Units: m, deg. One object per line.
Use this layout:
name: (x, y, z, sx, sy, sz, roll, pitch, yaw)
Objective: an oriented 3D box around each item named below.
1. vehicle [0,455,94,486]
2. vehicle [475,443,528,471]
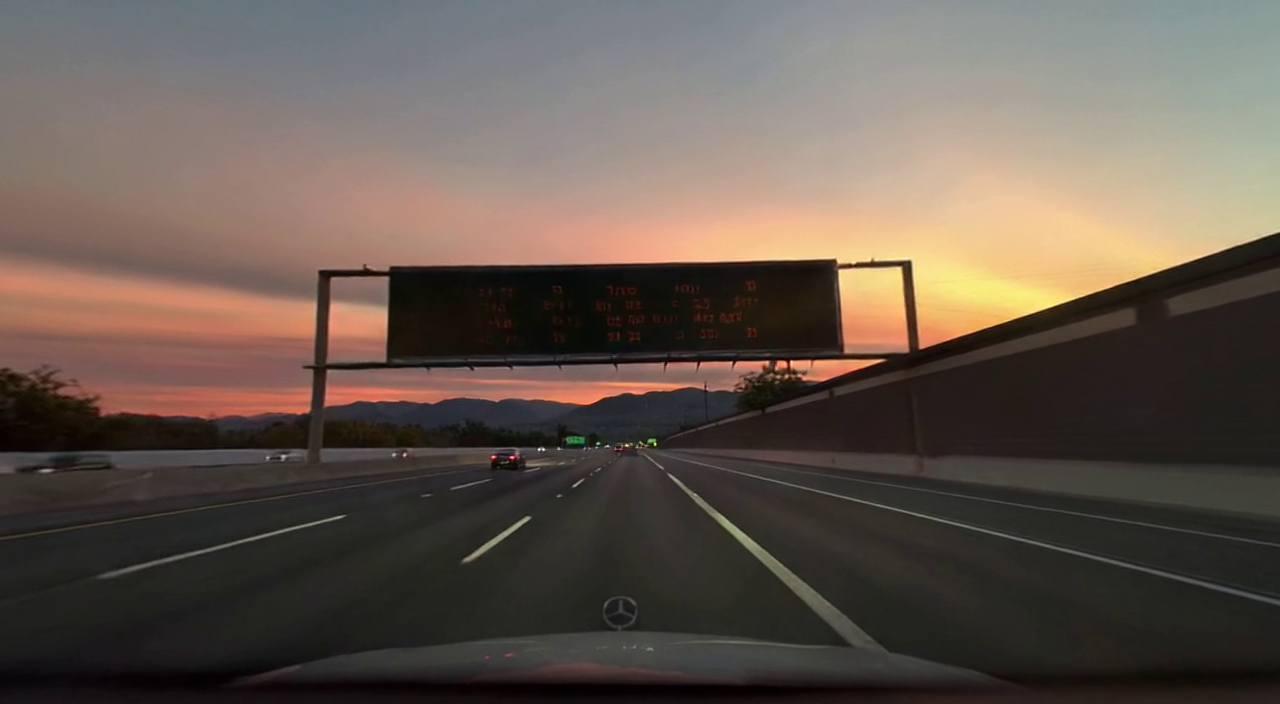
vehicle: (-35.301, 6.887, 37.098, 1.948, 1.623, 4.941, 0, -8, 1)
vehicle: (-8.098, 6.161, 37.383, 2.005, 1.545, 4.874, 0, -8, 0)
